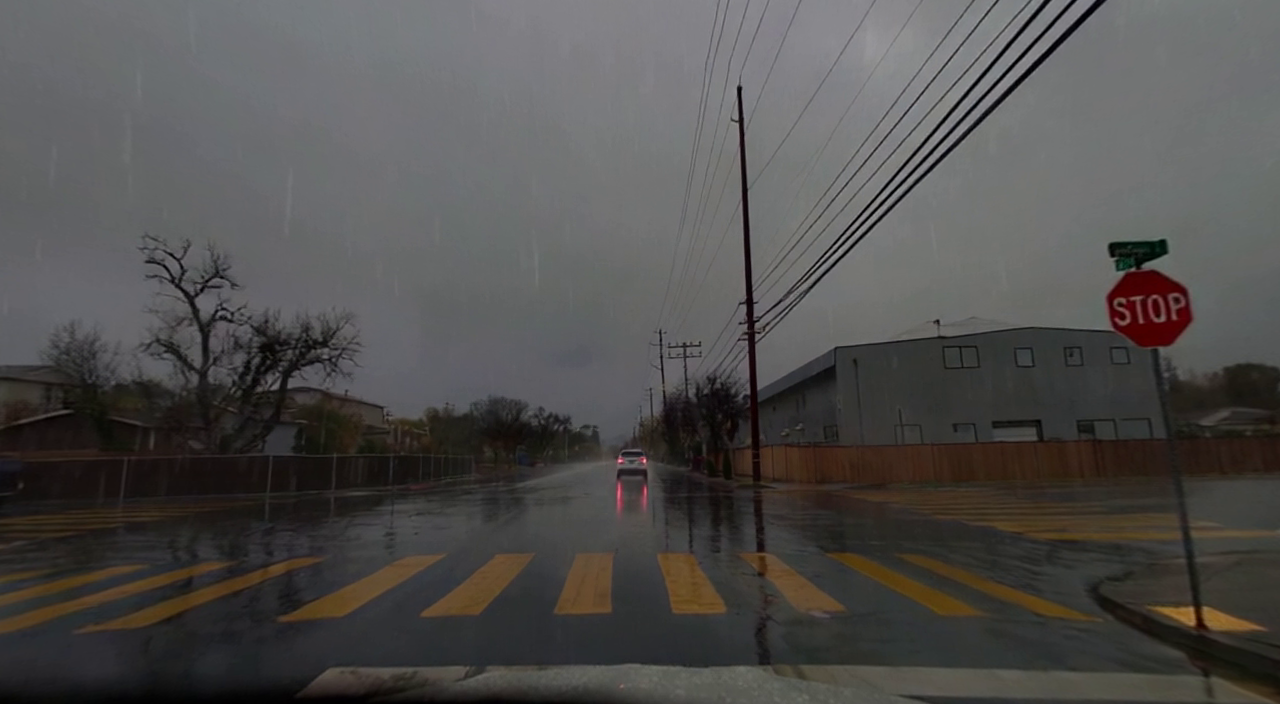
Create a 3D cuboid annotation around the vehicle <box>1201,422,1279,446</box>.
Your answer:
[{"bbox_3d":[44.582,6.032,46.200,2.251,1.596,5.193,-1,-8,0],"label":"vehicle"}]

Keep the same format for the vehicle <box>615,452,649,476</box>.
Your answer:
[{"bbox_3d":[-0.487,7.294,41.384,2.064,1.477,3.968,0,-9,0],"label":"vehicle"}]
